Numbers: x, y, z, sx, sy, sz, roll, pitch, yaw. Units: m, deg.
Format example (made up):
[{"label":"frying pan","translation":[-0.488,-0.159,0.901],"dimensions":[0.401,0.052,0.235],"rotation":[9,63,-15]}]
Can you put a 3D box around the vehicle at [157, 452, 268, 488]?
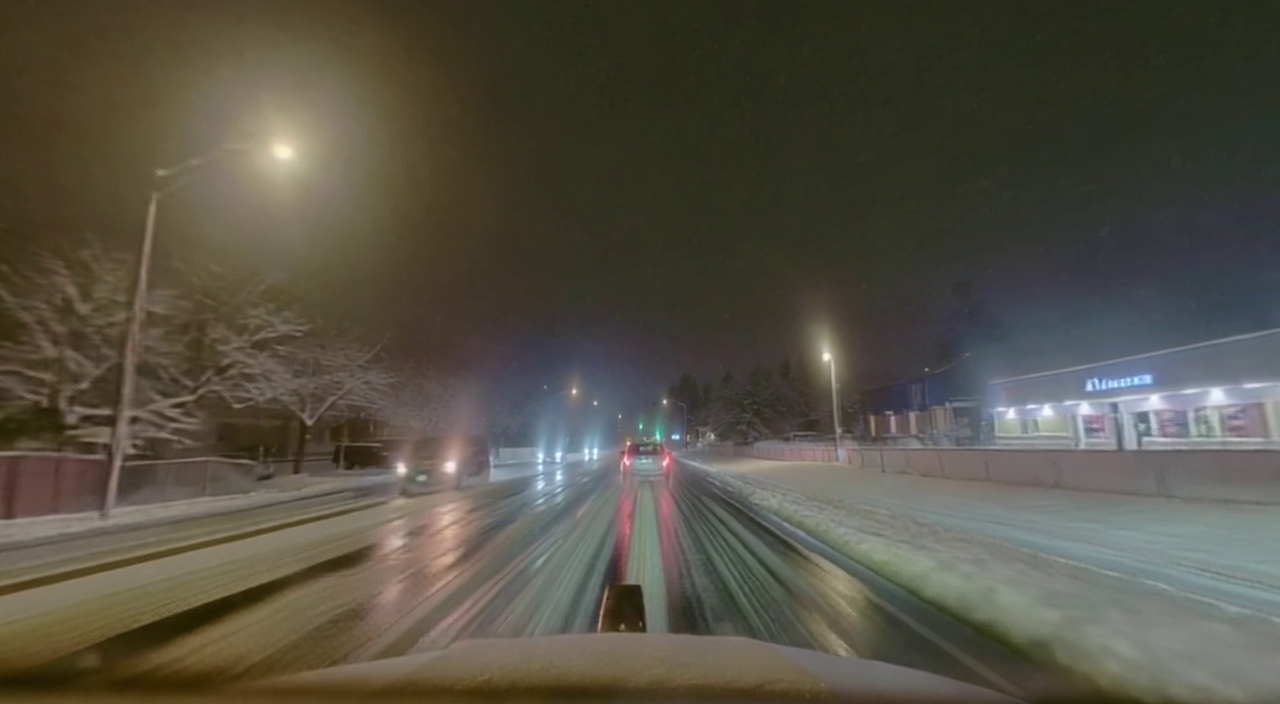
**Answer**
[{"label":"vehicle","translation":[-20.370,5.593,29.951],"dimensions":[4.332,1.560,1.841],"rotation":[-2,-9,15]}]

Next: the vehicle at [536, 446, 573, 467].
[{"label":"vehicle","translation":[-6.241,7.679,46.374],"dimensions":[1.985,1.505,4.143],"rotation":[0,-9,3]}]

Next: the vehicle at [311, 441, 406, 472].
[{"label":"vehicle","translation":[-18.077,6.736,40.459],"dimensions":[5.085,1.906,2.153],"rotation":[0,-9,2]}]

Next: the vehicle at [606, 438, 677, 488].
[{"label":"vehicle","translation":[0.043,3.691,21.243],"dimensions":[2.144,1.514,4.063],"rotation":[0,-9,0]}]

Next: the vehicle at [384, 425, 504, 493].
[{"label":"vehicle","translation":[-6.804,3.799,22.648],"dimensions":[2.340,2.103,5.526],"rotation":[0,-9,2]}]
